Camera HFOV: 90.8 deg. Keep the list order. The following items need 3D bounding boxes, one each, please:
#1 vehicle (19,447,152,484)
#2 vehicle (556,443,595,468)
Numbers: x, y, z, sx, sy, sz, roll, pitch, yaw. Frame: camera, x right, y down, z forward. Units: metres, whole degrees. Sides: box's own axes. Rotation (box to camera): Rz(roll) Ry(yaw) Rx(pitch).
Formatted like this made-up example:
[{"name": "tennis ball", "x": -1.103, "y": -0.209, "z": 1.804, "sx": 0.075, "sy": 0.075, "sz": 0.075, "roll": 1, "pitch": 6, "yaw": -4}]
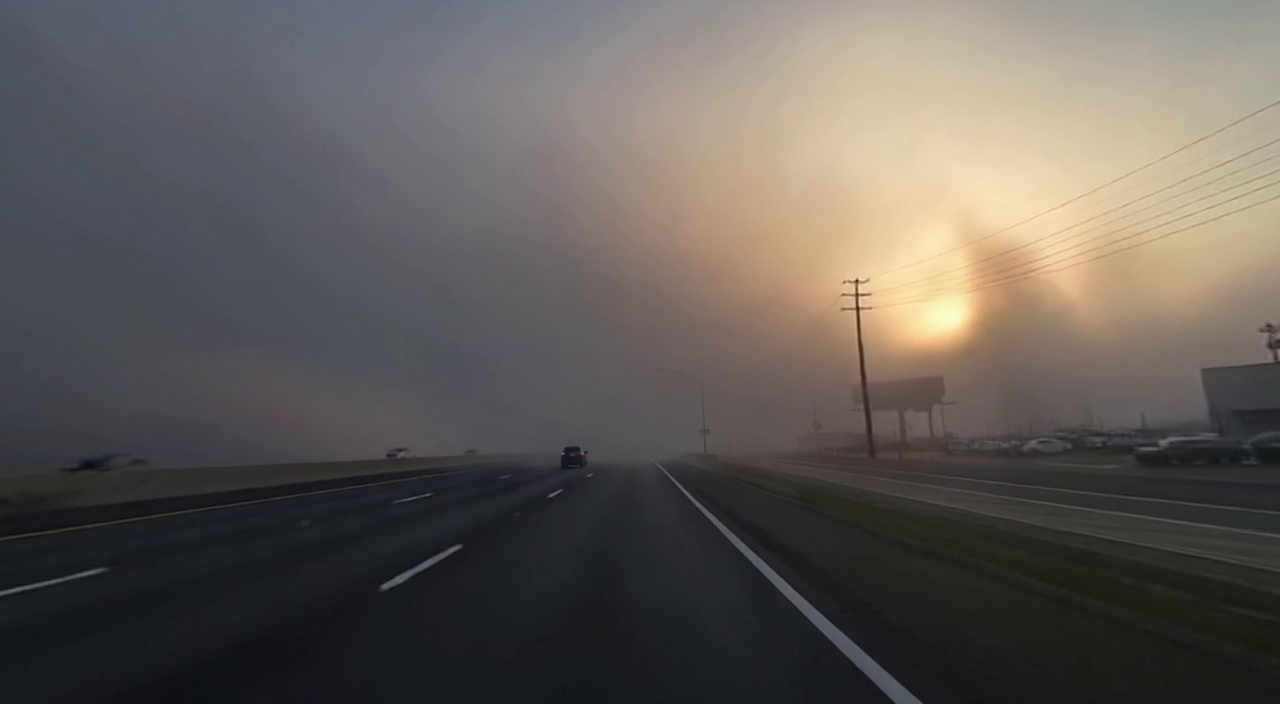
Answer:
[{"name": "vehicle", "x": -25.183, "y": 5.129, "z": 28.967, "sx": 1.881, "sy": 1.525, "sz": 4.594, "roll": 0, "pitch": -8, "yaw": 0}, {"name": "vehicle", "x": -4.030, "y": 6.555, "z": 40.120, "sx": 1.940, "sy": 1.479, "sz": 4.545, "roll": 0, "pitch": -8, "yaw": 1}]
